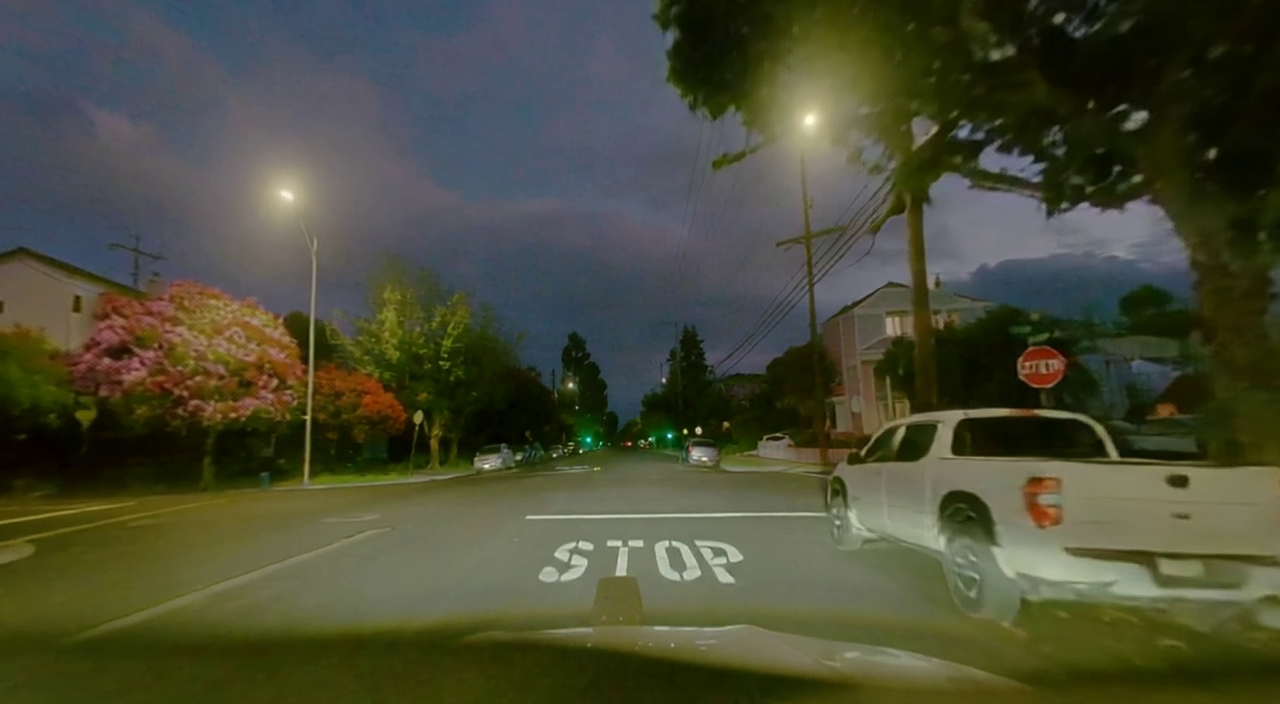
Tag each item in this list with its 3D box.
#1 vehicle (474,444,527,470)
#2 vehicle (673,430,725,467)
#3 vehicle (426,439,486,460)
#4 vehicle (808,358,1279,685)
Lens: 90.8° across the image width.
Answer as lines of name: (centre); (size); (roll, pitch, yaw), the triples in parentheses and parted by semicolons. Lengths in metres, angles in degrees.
vehicle: (-7.366, 5.556, 33.627); (1.926, 1.307, 3.909); (0, -8, 0)
vehicle: (2.944, 4.940, 32.448); (2.114, 1.708, 4.474); (0, -8, -1)
vehicle: (-13.602, 7.225, 46.889); (3.905, 1.480, 1.892); (0, -8, -1)
vehicle: (3.164, 1.197, 5.577); (2.035, 1.708, 4.355); (0, -8, -2)
